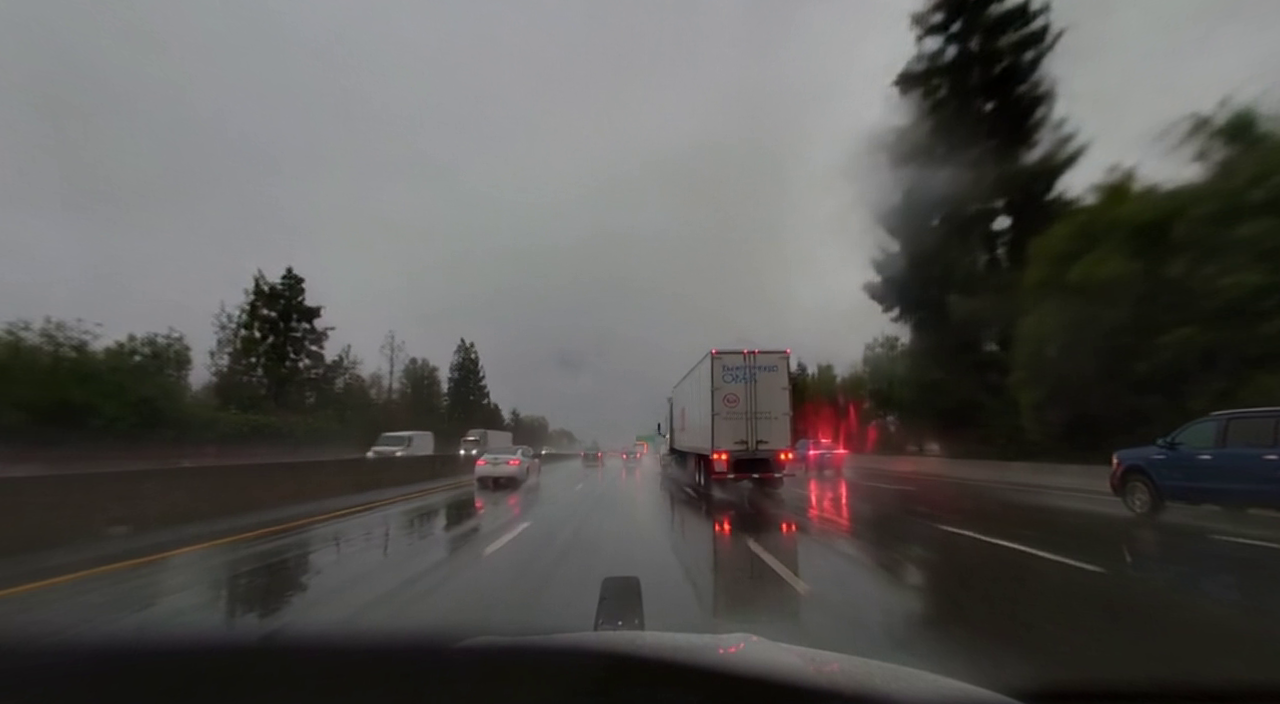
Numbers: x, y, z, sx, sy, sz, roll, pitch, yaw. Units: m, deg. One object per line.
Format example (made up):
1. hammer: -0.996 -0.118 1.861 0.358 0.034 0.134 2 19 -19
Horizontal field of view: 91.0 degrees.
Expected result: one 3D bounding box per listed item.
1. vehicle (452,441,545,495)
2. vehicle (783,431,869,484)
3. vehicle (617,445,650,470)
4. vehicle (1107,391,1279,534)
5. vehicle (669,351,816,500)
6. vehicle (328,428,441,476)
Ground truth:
1. vehicle: -4.279 3.545 19.642 1.968 1.507 3.829 0 -8 1
2. vehicle: 7.506 4.294 25.954 2.079 1.938 4.630 0 -8 0
3. vehicle: -0.408 6.866 41.185 2.047 1.485 3.938 0 -8 0
4. vehicle: 10.861 1.711 9.814 2.420 2.141 5.994 0 -8 -2
5. vehicle: 3.170 3.180 25.452 2.907 4.109 16.177 0 -8 -1
6. vehicle: -11.146 4.420 28.146 2.558 1.904 6.041 0 -8 0
